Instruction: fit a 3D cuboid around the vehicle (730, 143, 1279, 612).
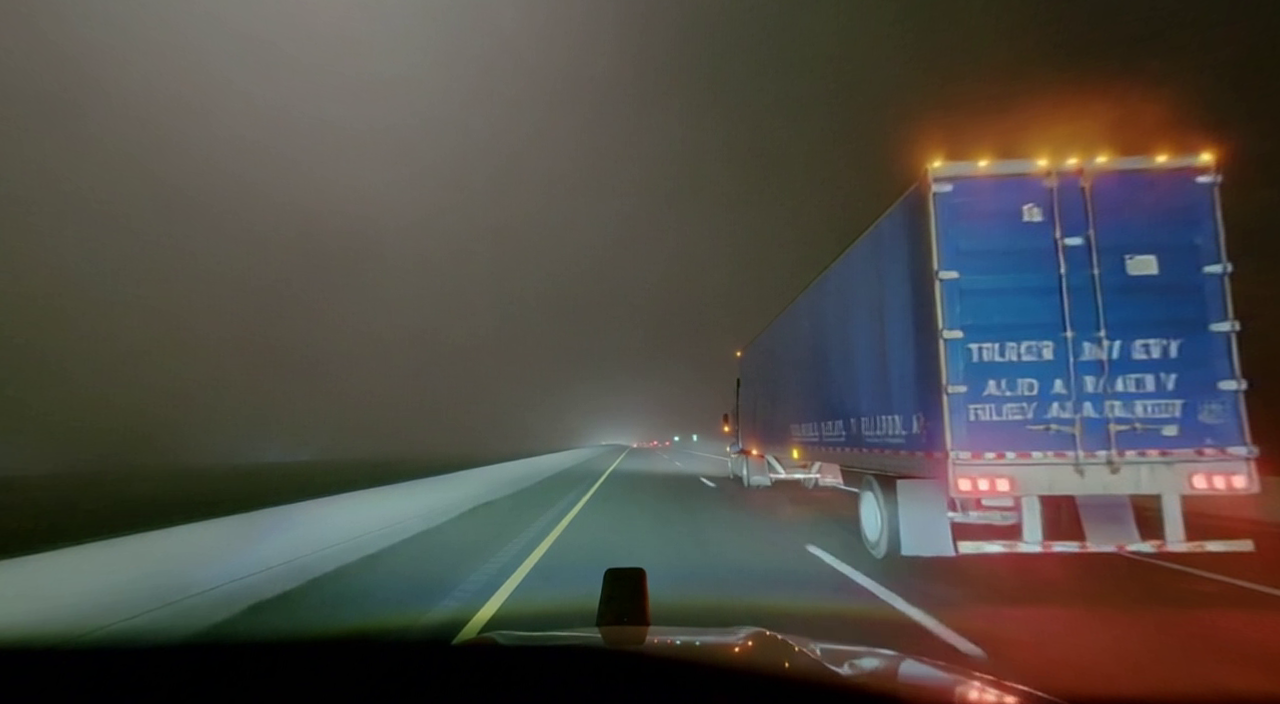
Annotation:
[{"bbox_3d":[4.198,1.122,12.475,3.006,4.093,14.142,0,-8,1],"label":"vehicle"}]
